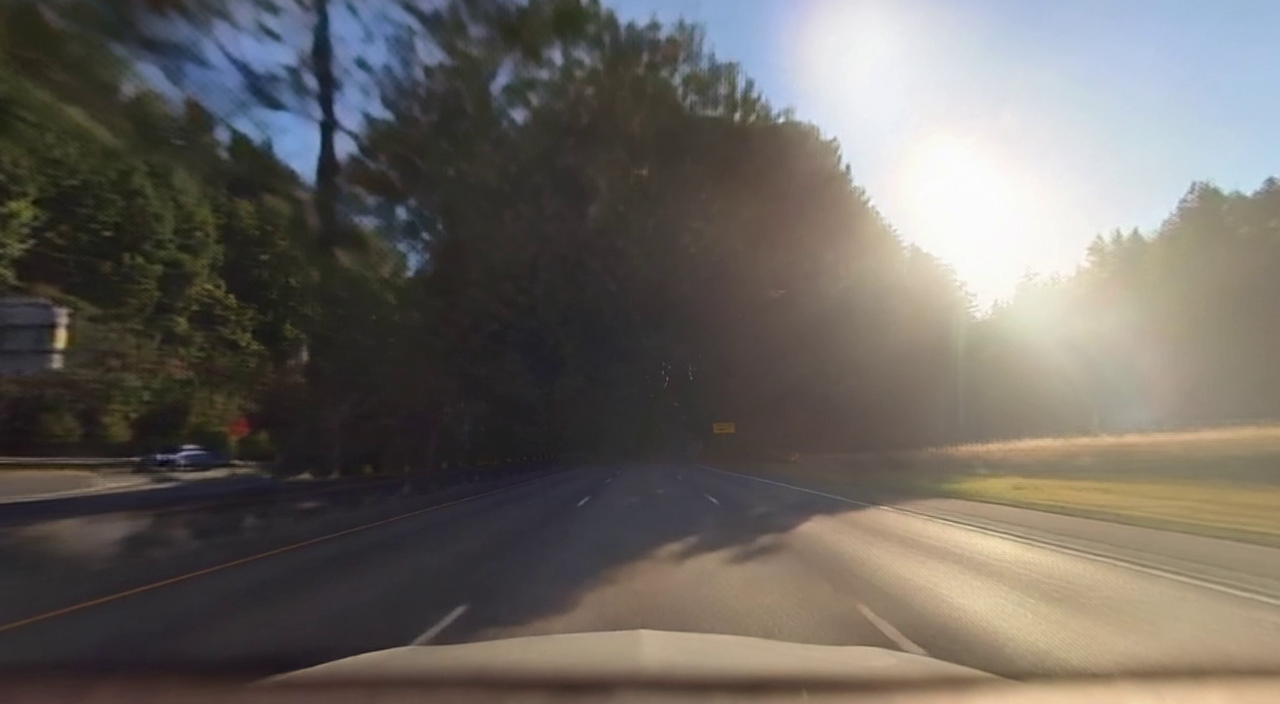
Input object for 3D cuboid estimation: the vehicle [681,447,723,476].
[{"bbox_3d":[3.565,6.360,36.840,2.019,1.601,3.953,0,-9,0],"label":"vehicle"}]
